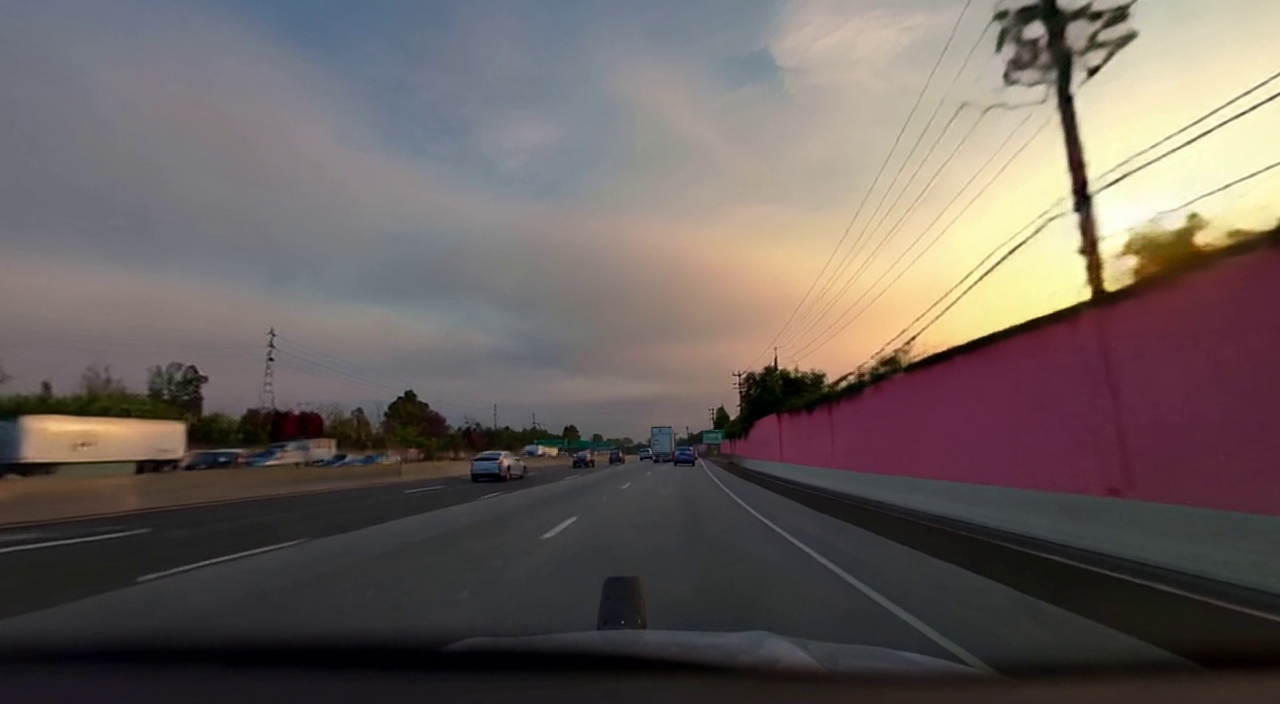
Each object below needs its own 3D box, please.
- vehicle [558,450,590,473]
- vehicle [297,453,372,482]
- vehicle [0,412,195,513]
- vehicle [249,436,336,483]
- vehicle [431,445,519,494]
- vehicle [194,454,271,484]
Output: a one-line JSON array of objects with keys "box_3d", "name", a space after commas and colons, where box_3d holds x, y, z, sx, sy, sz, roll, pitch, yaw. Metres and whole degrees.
[{"box_3d": [-4.559, 7.558, 43.644, 1.708, 1.489, 2.840, -1, -9, 4], "name": "vehicle"}, {"box_3d": [-20.989, 7.934, 43.573, 2.076, 1.824, 5.373, -1, -9, 5], "name": "vehicle"}, {"box_3d": [-22.323, 4.212, 24.456, 2.878, 3.290, 9.214, -1, -9, 3], "name": "vehicle"}, {"box_3d": [-24.808, 7.656, 45.290, 2.499, 3.087, 5.698, -1, -9, 6], "name": "vehicle"}, {"box_3d": [-5.796, 4.163, 22.679, 1.966, 1.565, 3.766, -1, -9, 3], "name": "vehicle"}, {"box_3d": [-29.648, 8.482, 46.094, 2.067, 1.971, 4.827, -1, -9, 6], "name": "vehicle"}]
